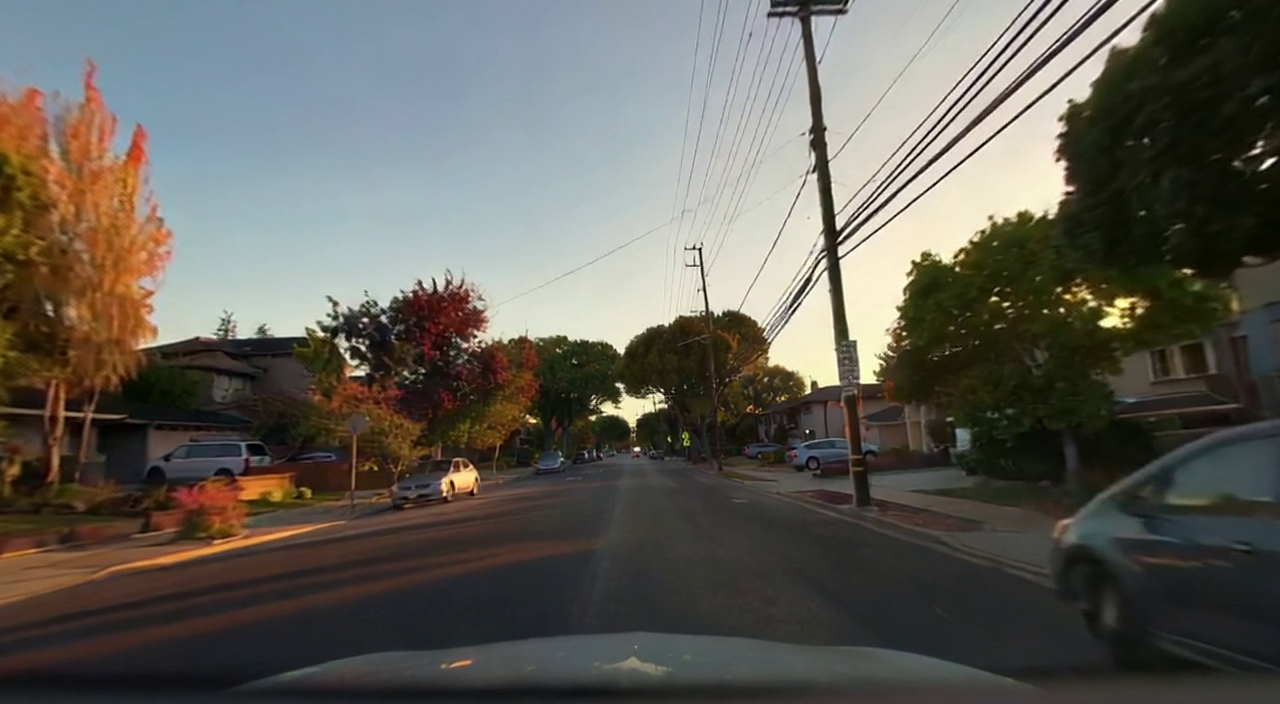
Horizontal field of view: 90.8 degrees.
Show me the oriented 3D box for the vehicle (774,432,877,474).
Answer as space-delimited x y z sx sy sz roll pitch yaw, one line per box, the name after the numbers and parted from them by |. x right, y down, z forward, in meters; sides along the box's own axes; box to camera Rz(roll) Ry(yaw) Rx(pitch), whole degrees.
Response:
10.114 5.534 34.701 4.822 1.864 2.100 -3 -8 -5 | vehicle

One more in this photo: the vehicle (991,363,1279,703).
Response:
3.701 0.886 2.381 2.091 1.731 4.410 0 -9 -2 | vehicle

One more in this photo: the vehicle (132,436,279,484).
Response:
-17.119 4.249 25.138 4.123 1.787 2.194 1 -9 -8 | vehicle

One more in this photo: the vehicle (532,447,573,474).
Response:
-6.341 7.943 46.414 2.162 1.757 5.201 -2 -9 1 | vehicle

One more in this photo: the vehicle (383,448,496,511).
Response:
-6.156 3.920 19.977 2.022 1.550 4.669 -4 -8 0 | vehicle
